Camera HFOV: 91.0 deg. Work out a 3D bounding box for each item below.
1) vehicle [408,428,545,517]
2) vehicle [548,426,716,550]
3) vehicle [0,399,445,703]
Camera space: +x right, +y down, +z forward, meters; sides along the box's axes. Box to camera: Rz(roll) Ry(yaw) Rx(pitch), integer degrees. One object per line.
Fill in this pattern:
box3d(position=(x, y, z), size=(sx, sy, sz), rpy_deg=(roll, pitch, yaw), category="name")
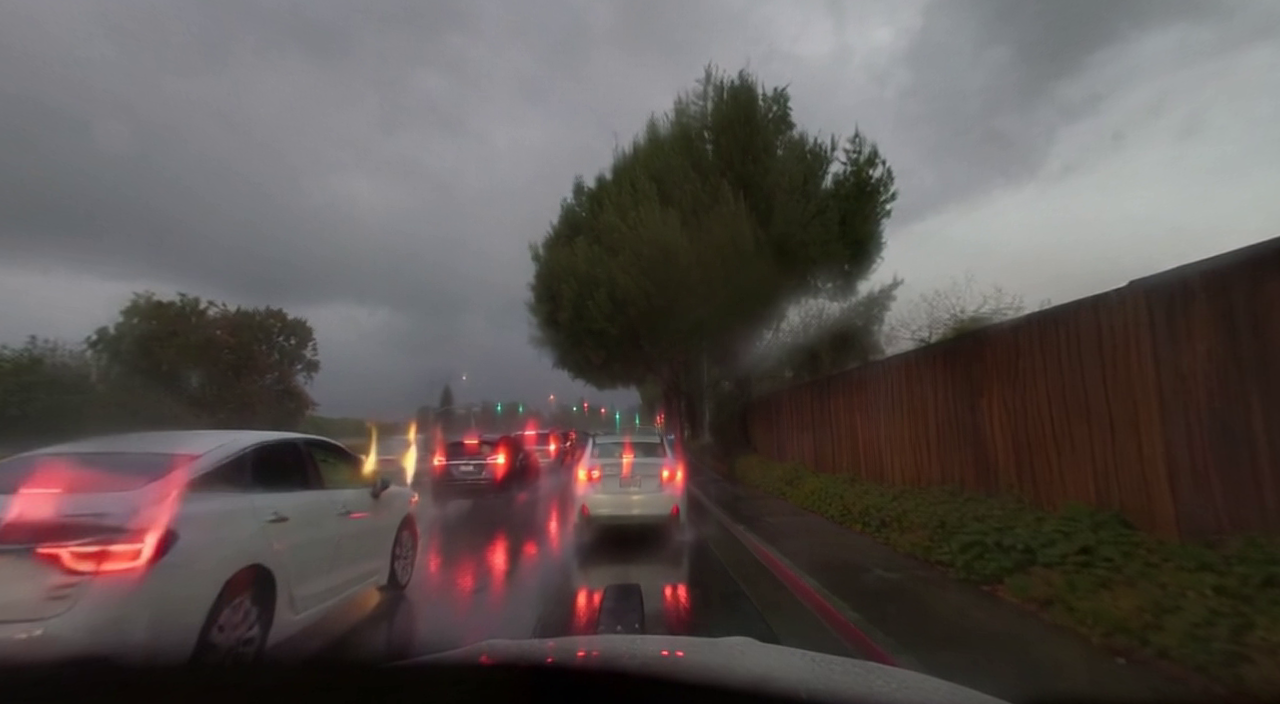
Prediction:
box3d(position=(-3.228, 2.444, 13.234), size=(1.850, 1.582, 3.688), rpy_deg=(0, -8, 0), category="vehicle")
box3d(position=(-0.130, 1.907, 9.490), size=(1.995, 1.460, 3.865), rpy_deg=(0, -8, -1), category="vehicle")
box3d(position=(-3.157, 1.268, 4.510), size=(1.980, 1.520, 4.636), rpy_deg=(0, -8, 1), category="vehicle")
